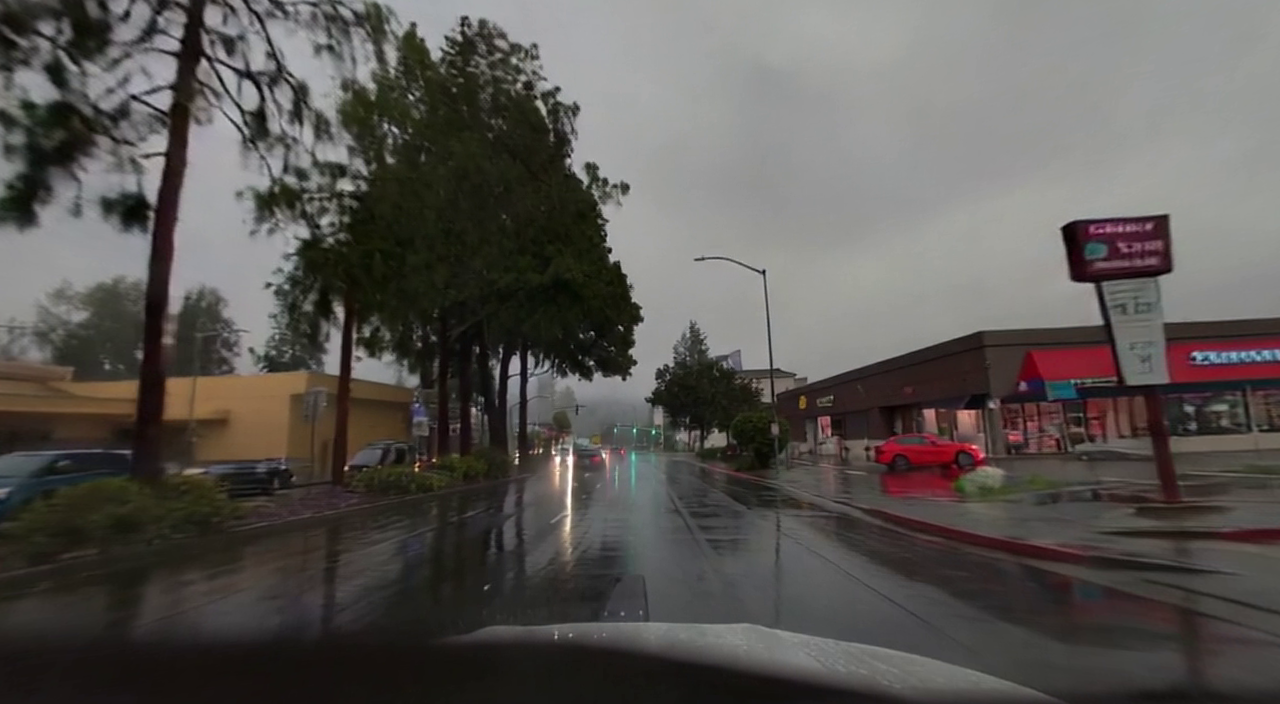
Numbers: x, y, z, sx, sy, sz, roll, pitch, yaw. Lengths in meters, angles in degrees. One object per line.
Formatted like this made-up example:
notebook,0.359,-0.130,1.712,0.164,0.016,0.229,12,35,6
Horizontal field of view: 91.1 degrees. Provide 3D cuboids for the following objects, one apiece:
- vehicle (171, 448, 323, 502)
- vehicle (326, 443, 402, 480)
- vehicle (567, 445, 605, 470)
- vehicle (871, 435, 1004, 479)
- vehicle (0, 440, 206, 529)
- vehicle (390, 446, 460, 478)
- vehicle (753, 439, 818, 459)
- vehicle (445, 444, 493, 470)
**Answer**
vehicle,-12.203,3.815,19.942,1.948,1.453,4.431,0,-8,0
vehicle,-15.080,5.994,34.640,1.936,1.813,4.921,-1,-8,0
vehicle,-3.335,6.597,39.433,1.966,1.481,4.385,0,-9,0
vehicle,10.977,3.896,23.408,3.935,1.518,1.985,0,-9,-1
vehicle,-11.950,2.768,13.771,1.852,1.621,4.166,0,-8,0
vehicle,-11.929,6.109,35.185,2.024,1.656,4.837,-1,-9,2
vehicle,11.522,7.689,49.884,4.607,1.471,1.982,0,-8,-2
vehicle,-11.479,7.075,42.517,2.044,1.649,4.211,0,-9,0
